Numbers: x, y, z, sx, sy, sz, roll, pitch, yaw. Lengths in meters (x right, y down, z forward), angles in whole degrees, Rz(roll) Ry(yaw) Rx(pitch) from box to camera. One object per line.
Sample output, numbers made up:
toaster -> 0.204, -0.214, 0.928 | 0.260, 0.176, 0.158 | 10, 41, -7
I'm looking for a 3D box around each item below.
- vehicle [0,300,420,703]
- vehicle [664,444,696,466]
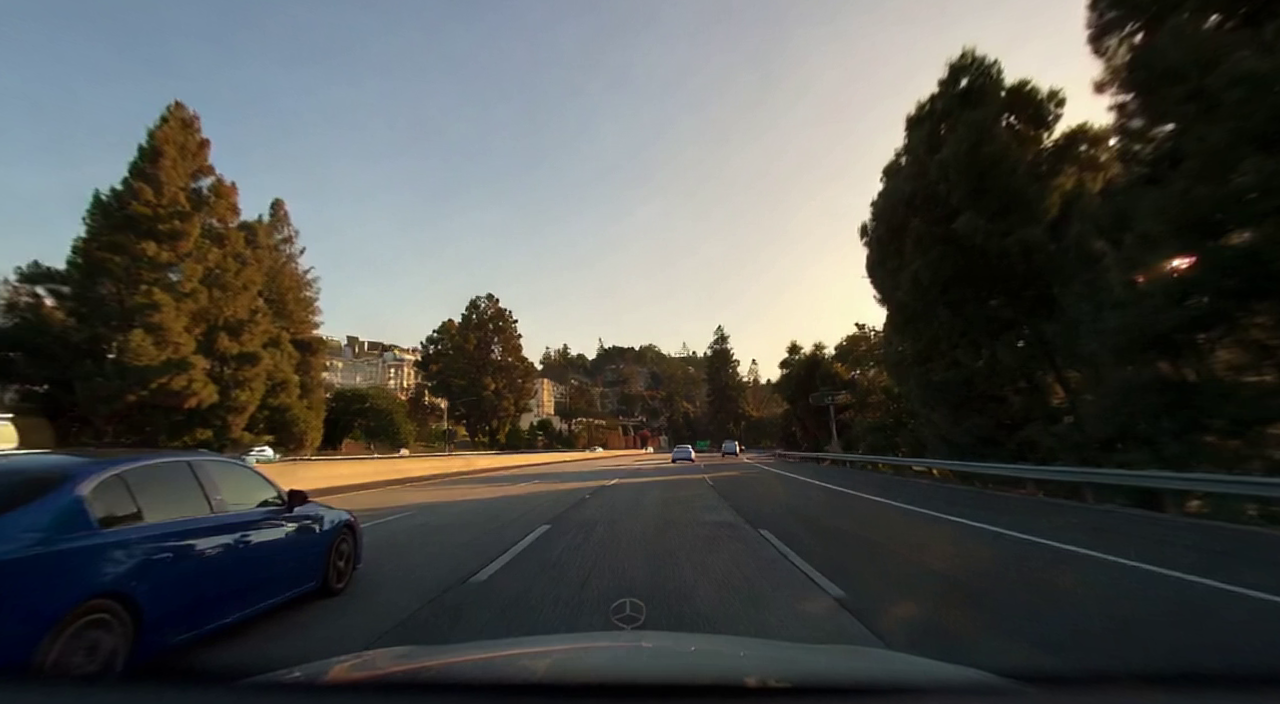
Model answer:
vehicle -> -3.291, 0.967, 3.670 | 2.185, 1.823, 4.854 | 0, -9, 1
vehicle -> 2.811, 7.153, 44.053 | 2.158, 1.458, 3.656 | -1, -9, 5
